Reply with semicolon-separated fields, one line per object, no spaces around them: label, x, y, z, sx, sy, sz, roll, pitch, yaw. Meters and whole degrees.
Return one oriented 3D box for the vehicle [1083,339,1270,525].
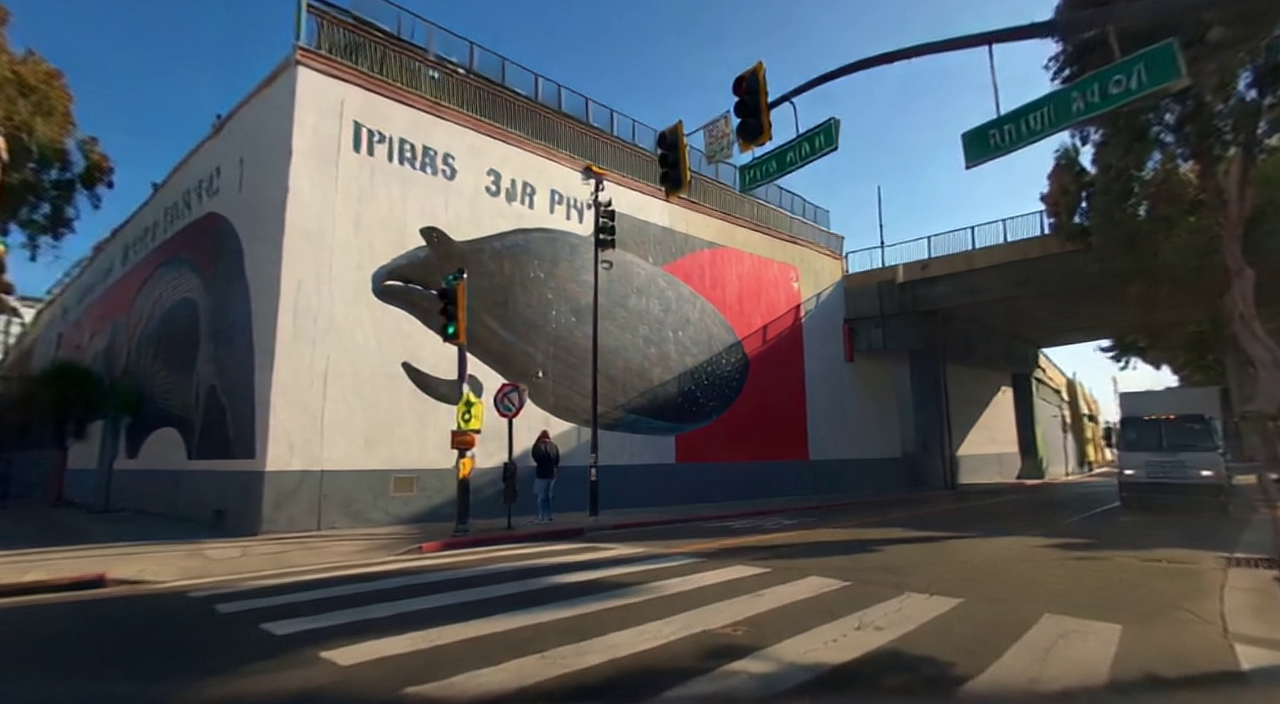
vehicle;15.212;2.276;17.543;2.849;3.893;9.347;-8;-12;43
